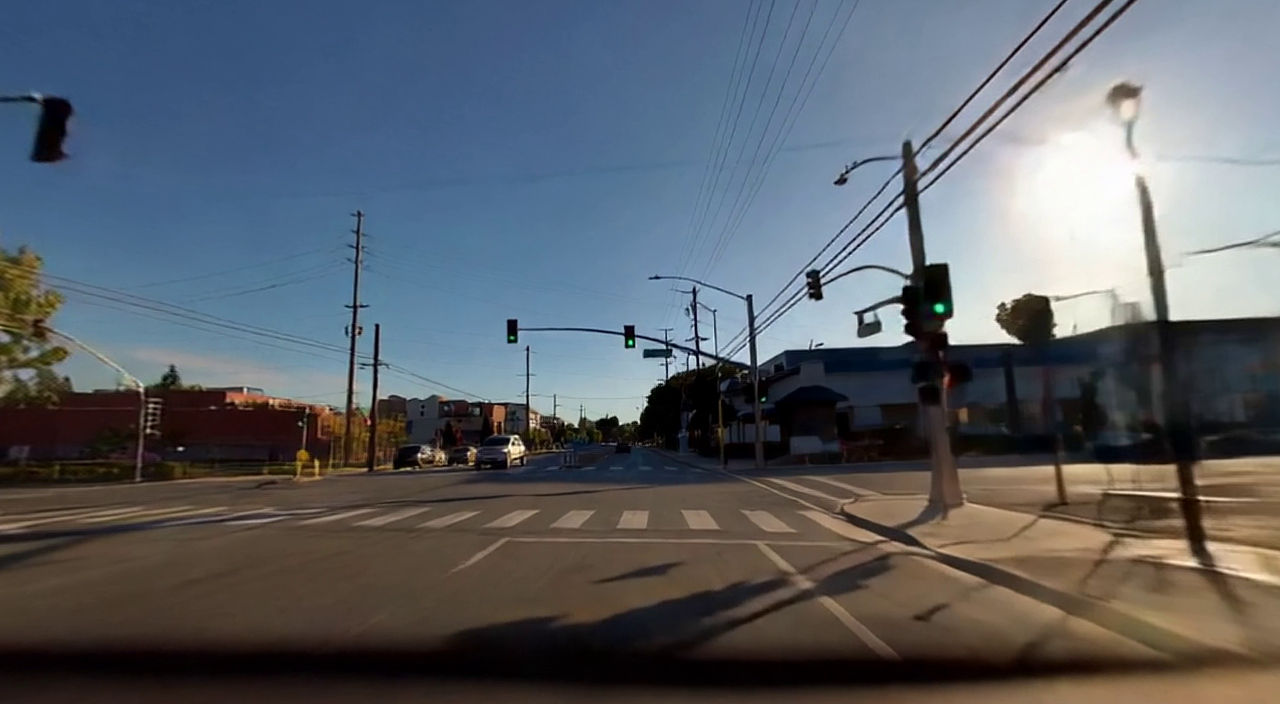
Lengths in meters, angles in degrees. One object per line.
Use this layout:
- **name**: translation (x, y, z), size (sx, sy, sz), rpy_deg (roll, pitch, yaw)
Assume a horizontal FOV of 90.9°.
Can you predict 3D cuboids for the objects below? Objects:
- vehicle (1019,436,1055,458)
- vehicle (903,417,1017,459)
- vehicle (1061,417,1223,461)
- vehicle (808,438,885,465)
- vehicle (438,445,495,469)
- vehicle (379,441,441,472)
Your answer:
- **vehicle**: translation (30.107, 7.205, 47.900), size (1.740, 1.414, 3.875), rpy_deg (-6, -6, 25)
- **vehicle**: translation (19.697, 5.422, 39.200), size (2.609, 2.332, 5.734), rpy_deg (4, -11, -26)
- **vehicle**: translation (26.192, 4.615, 33.268), size (2.370, 2.038, 6.186), rpy_deg (3, -9, -23)
- **vehicle**: translation (13.285, 6.417, 40.803), size (1.897, 1.532, 4.694), rpy_deg (2, -9, -27)
- **vehicle**: translation (-11.524, 7.015, 42.335), size (2.090, 1.519, 4.919), rpy_deg (-1, -8, 5)
- **vehicle**: translation (-14.951, 6.825, 41.300), size (2.112, 1.880, 4.479), rpy_deg (-1, -8, 4)
